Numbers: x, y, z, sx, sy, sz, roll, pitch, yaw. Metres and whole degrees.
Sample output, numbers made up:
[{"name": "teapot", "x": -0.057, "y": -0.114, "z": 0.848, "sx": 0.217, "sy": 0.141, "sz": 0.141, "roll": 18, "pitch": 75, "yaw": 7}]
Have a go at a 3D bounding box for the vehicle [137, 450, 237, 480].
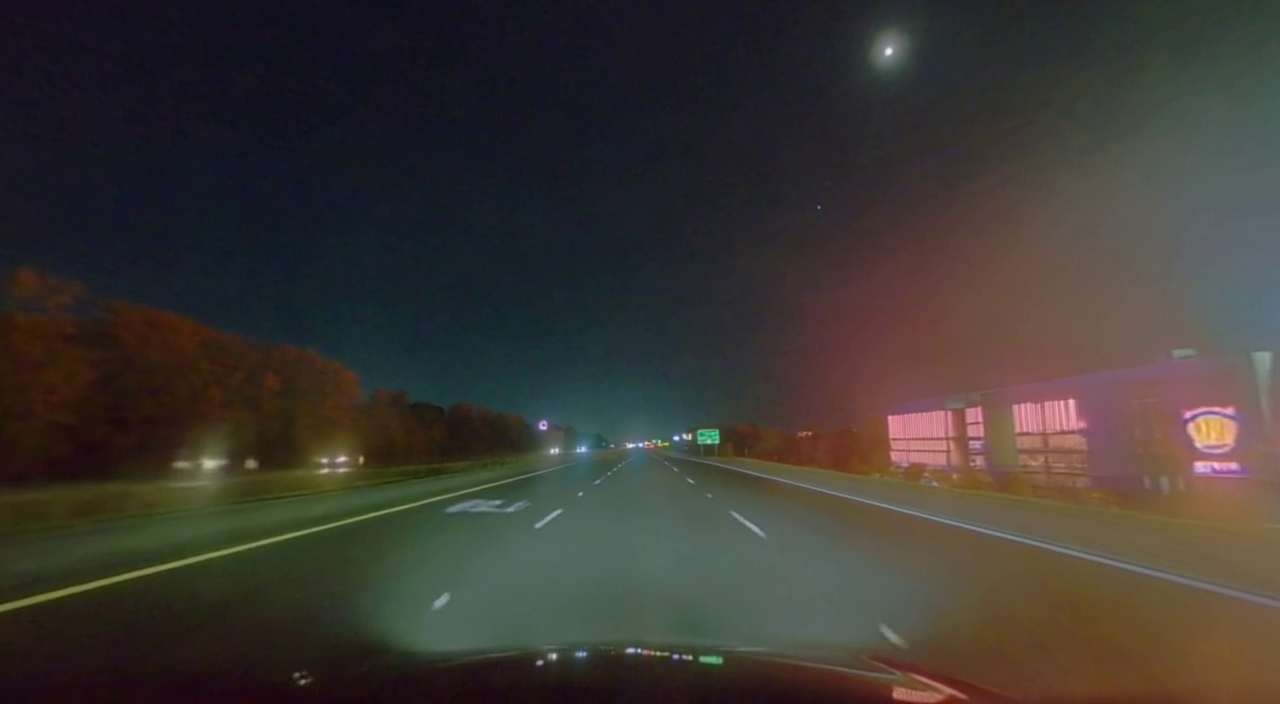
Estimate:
[{"name": "vehicle", "x": -24.806, "y": 6.162, "z": 34.784, "sx": 2.049, "sy": 1.499, "sz": 4.699, "roll": 0, "pitch": -8, "yaw": 0}]
